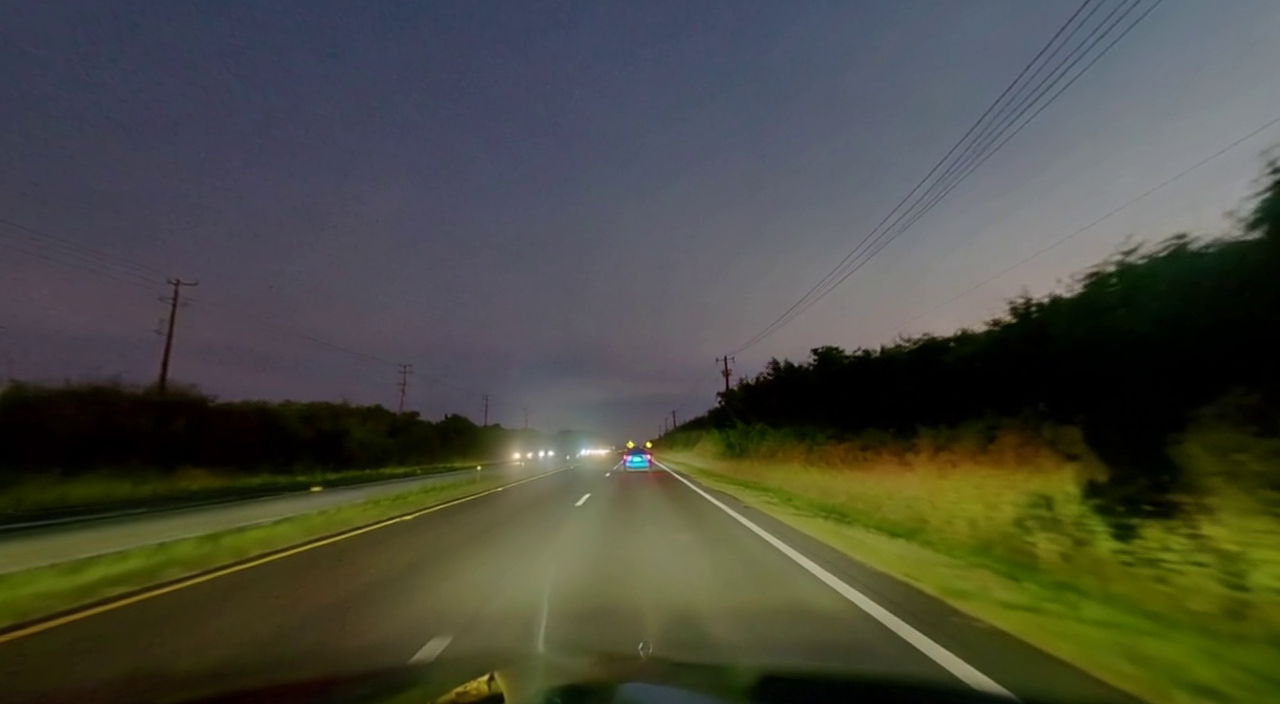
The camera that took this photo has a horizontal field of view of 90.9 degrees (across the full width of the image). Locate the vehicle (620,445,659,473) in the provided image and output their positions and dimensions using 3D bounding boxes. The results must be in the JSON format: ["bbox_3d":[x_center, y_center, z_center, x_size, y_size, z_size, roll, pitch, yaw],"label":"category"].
[{"bbox_3d":[-0.068,6.111,36.009,2.080,1.486,3.813,0,-9,-1],"label":"vehicle"}]
